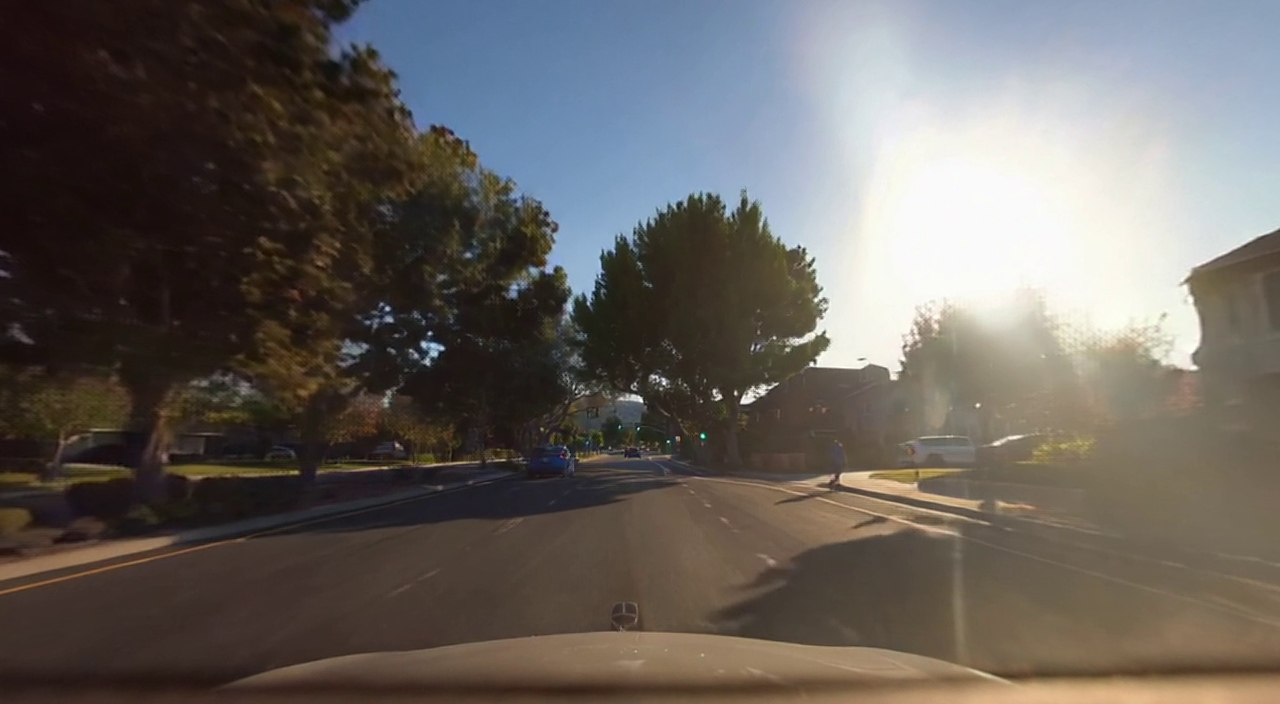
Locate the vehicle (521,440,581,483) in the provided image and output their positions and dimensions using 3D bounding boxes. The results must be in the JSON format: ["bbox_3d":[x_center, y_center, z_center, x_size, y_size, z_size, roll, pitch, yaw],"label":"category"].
[{"bbox_3d":[-3.854,4.800,28.085,1.993,1.733,4.262,0,-9,1],"label":"vehicle"}]
